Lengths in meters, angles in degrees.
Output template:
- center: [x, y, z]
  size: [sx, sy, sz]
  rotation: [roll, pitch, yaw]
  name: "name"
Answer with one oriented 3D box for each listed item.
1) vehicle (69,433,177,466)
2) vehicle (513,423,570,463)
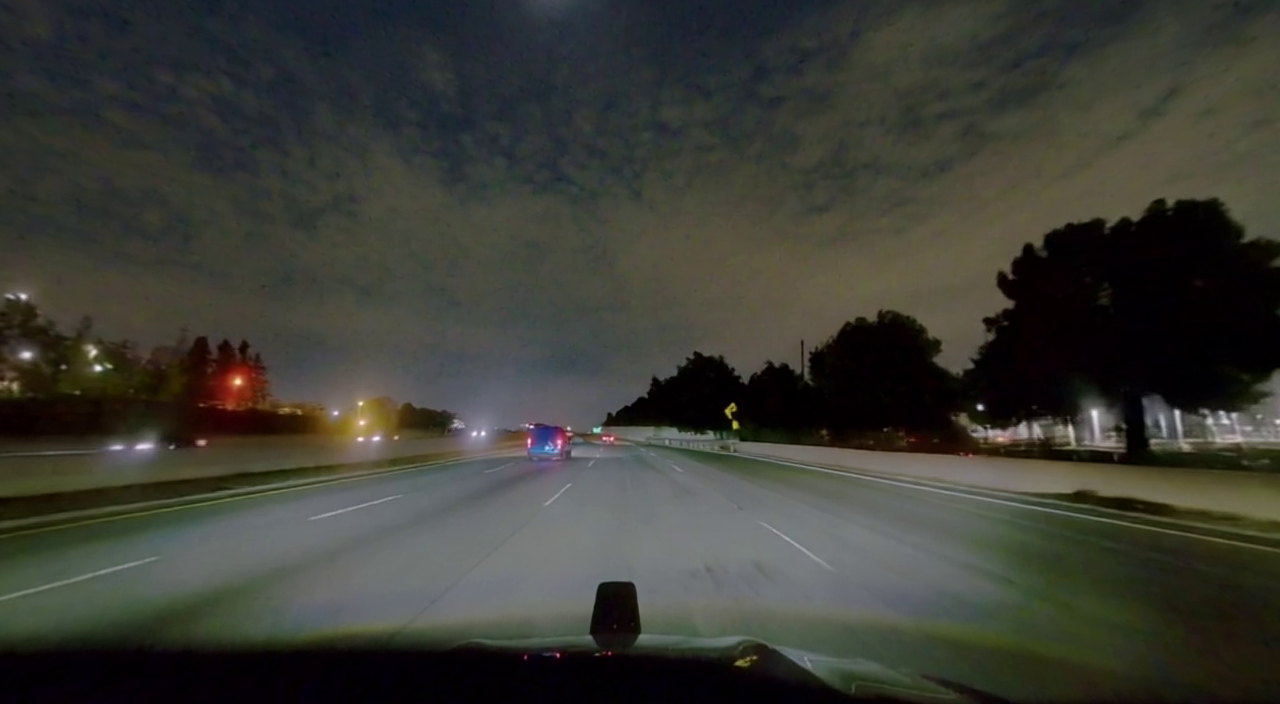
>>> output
- center: [-22.886, 4.314, 28.088]
  size: [1.736, 1.356, 3.734]
  rotation: [0, -8, -3]
  name: "vehicle"
- center: [-4.785, 4.519, 31.446]
  size: [2.219, 1.827, 4.738]
  rotation: [0, -8, -2]
  name: "vehicle"
